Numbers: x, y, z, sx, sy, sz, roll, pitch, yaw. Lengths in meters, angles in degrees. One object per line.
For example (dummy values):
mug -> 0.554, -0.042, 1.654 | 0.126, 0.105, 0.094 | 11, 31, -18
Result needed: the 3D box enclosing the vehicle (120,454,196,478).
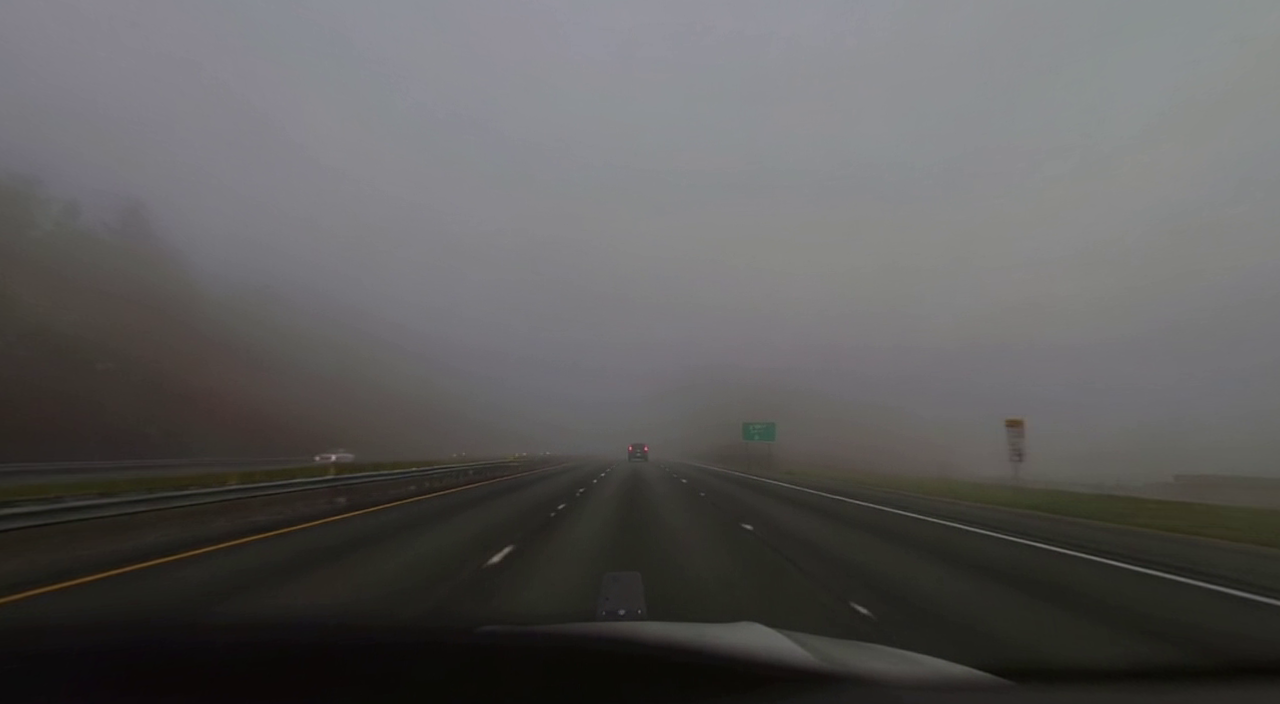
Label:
vehicle -> -32.145, 7.576, 42.288 | 1.778, 1.470, 4.225 | 0, -9, 0
